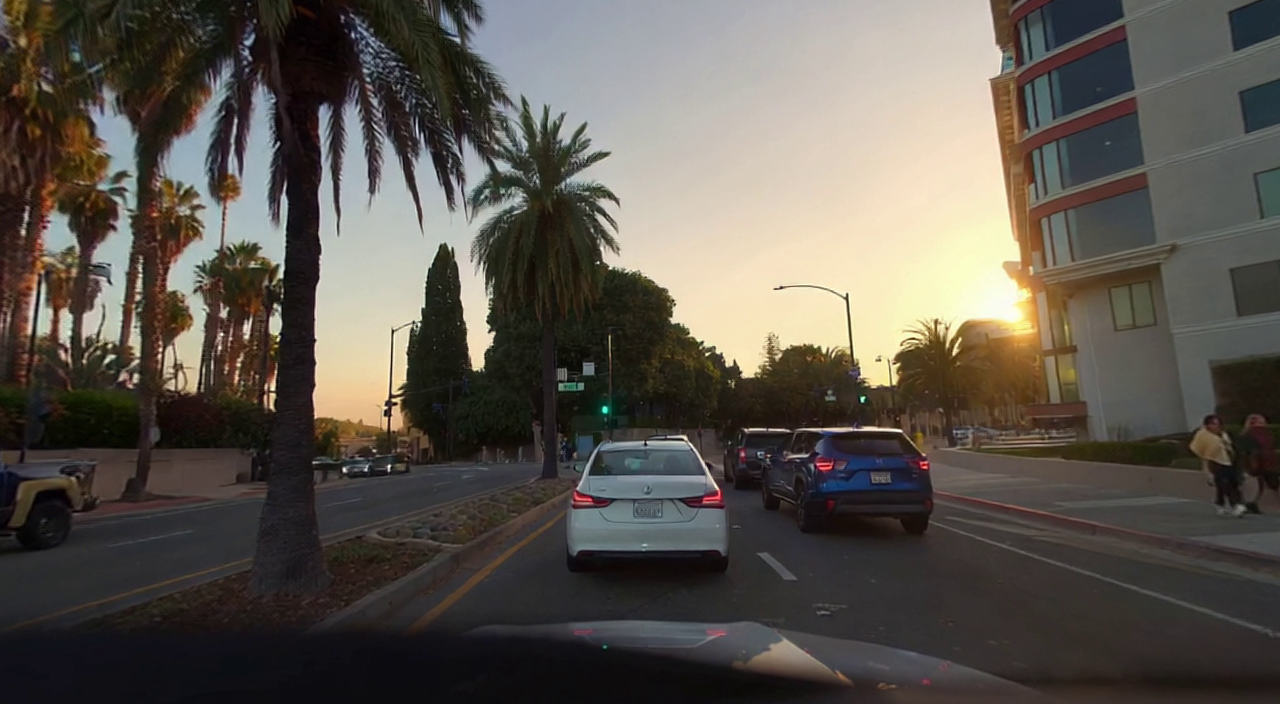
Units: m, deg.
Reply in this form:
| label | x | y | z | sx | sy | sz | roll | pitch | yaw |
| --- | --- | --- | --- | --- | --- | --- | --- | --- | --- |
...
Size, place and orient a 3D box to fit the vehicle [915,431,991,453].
| label | x | y | z | sx | sy | sz | roll | pitch | yaw |
| --- | --- | --- | --- | --- | --- | --- | --- | --- | --- |
| vehicle | 22.753 | 6.551 | 46.001 | 4.479 | 1.513 | 2.074 | 1 | -9 | -7 |

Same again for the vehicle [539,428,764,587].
| label | x | y | z | sx | sy | sz | roll | pitch | yaw |
| --- | --- | --- | --- | --- | --- | --- | --- | --- | --- |
| vehicle | 0.148 | 1.750 | 7.938 | 2.088 | 1.452 | 3.993 | 0 | -8 | 1 |

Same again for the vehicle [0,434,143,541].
| label | x | y | z | sx | sy | sz | roll | pitch | yaw |
| --- | --- | --- | --- | --- | --- | --- | --- | --- | --- |
| vehicle | -13.050 | 2.717 | 12.280 | 2.240 | 1.964 | 5.707 | -6 | -8 | 0 |

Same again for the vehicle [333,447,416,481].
| label | x | y | z | sx | sy | sz | roll | pitch | yaw |
| --- | --- | --- | --- | --- | --- | --- | --- | --- | --- |
| vehicle | -13.176 | 5.565 | 31.707 | 1.965 | 1.507 | 4.725 | -1 | -8 | 2 |

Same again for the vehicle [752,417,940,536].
| label | x | y | z | sx | sy | sz | roll | pitch | yaw |
| --- | --- | --- | --- | --- | --- | --- | --- | --- | --- |
| vehicle | 3.410 | 2.155 | 11.508 | 2.003 | 1.733 | 4.319 | 0 | -8 | 1 |
